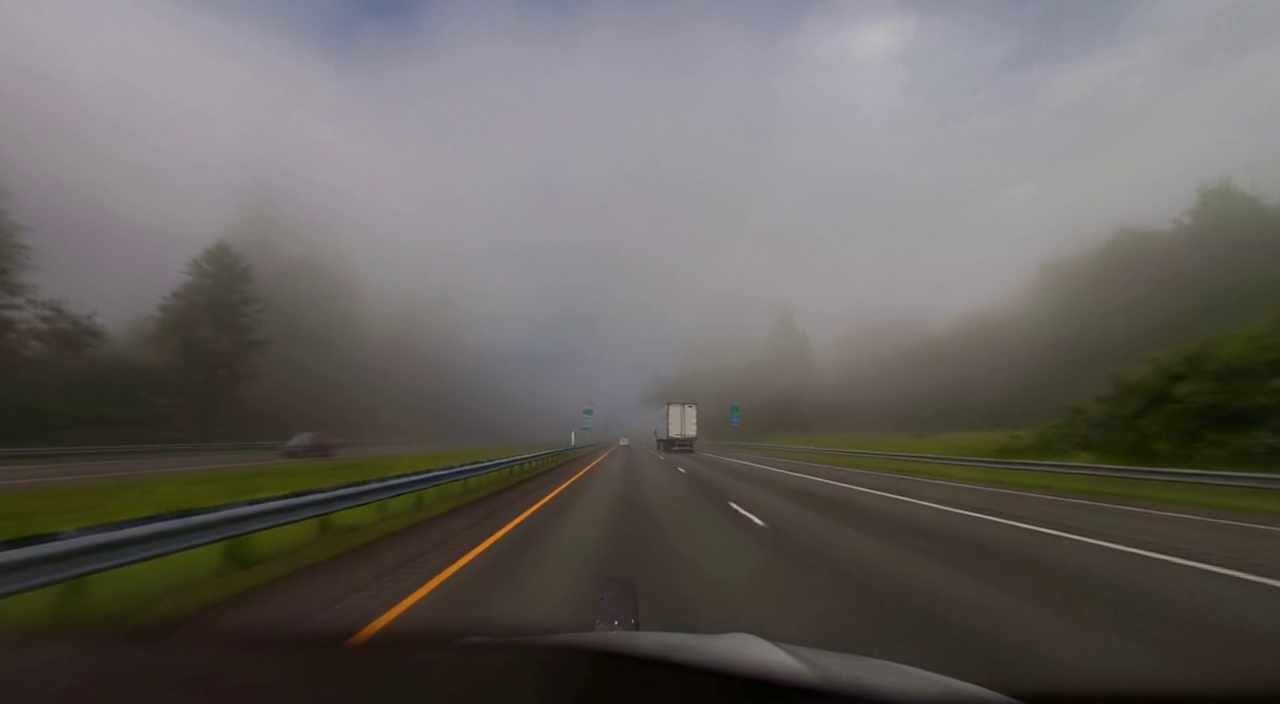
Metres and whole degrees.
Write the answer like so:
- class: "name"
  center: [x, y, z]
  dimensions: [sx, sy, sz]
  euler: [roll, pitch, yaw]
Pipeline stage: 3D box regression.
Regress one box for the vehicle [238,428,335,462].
- class: "vehicle"
  center: [-16.845, 4.462, 30.295]
  dimensions: [2.125, 1.488, 4.492]
  euler: [0, -8, -1]
